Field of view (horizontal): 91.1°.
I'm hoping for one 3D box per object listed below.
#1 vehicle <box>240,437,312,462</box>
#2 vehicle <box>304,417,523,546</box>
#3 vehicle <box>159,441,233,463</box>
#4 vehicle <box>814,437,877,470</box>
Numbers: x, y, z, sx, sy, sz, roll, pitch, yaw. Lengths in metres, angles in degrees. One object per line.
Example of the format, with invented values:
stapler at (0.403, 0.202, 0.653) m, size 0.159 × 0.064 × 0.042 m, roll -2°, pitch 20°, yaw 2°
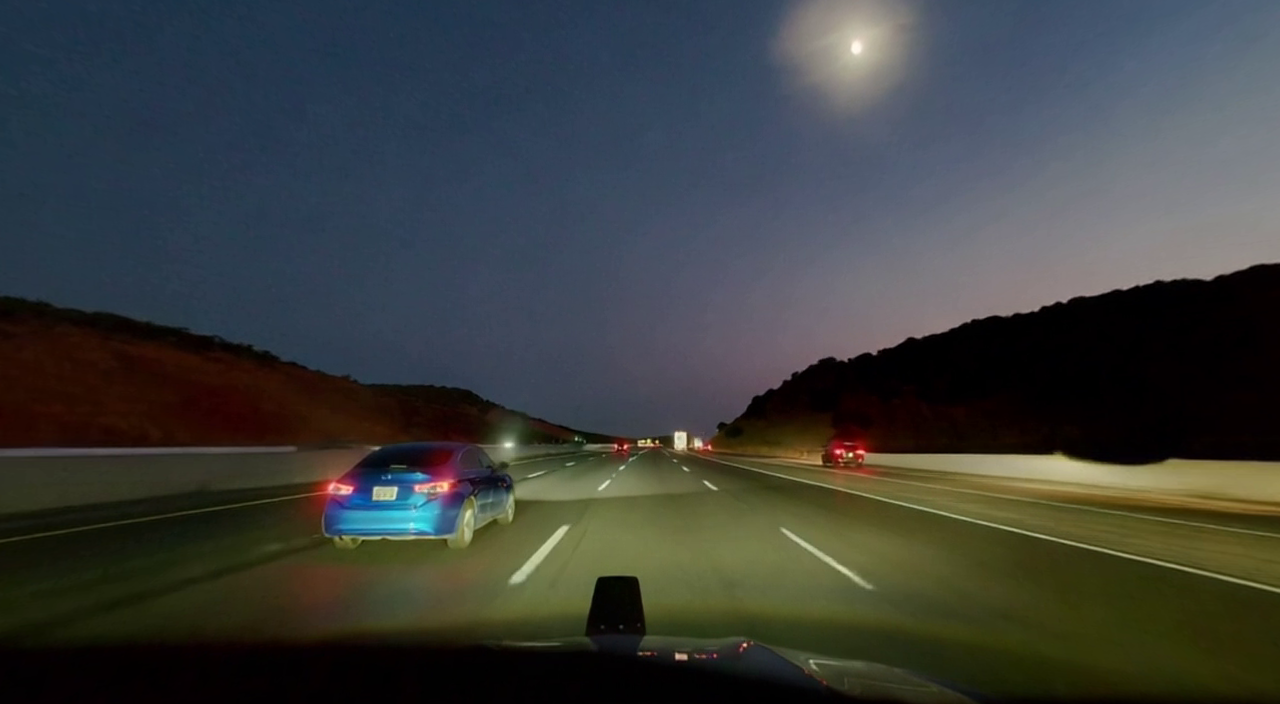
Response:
vehicle at (-28.598, 7.664, 49.556) m, size 2.173 × 1.849 × 5.682 m, roll 0°, pitch -8°, yaw 1°
vehicle at (-3.224, 1.921, 9.916) m, size 1.967 × 1.615 × 3.886 m, roll 0°, pitch -8°, yaw 0°
vehicle at (-32.824, 7.369, 46.594) m, size 2.005 × 1.519 × 4.736 m, roll 0°, pitch -8°, yaw 0°
vehicle at (11.605, 5.727, 35.753) m, size 2.062 × 1.736 × 4.589 m, roll 0°, pitch -8°, yaw 0°
